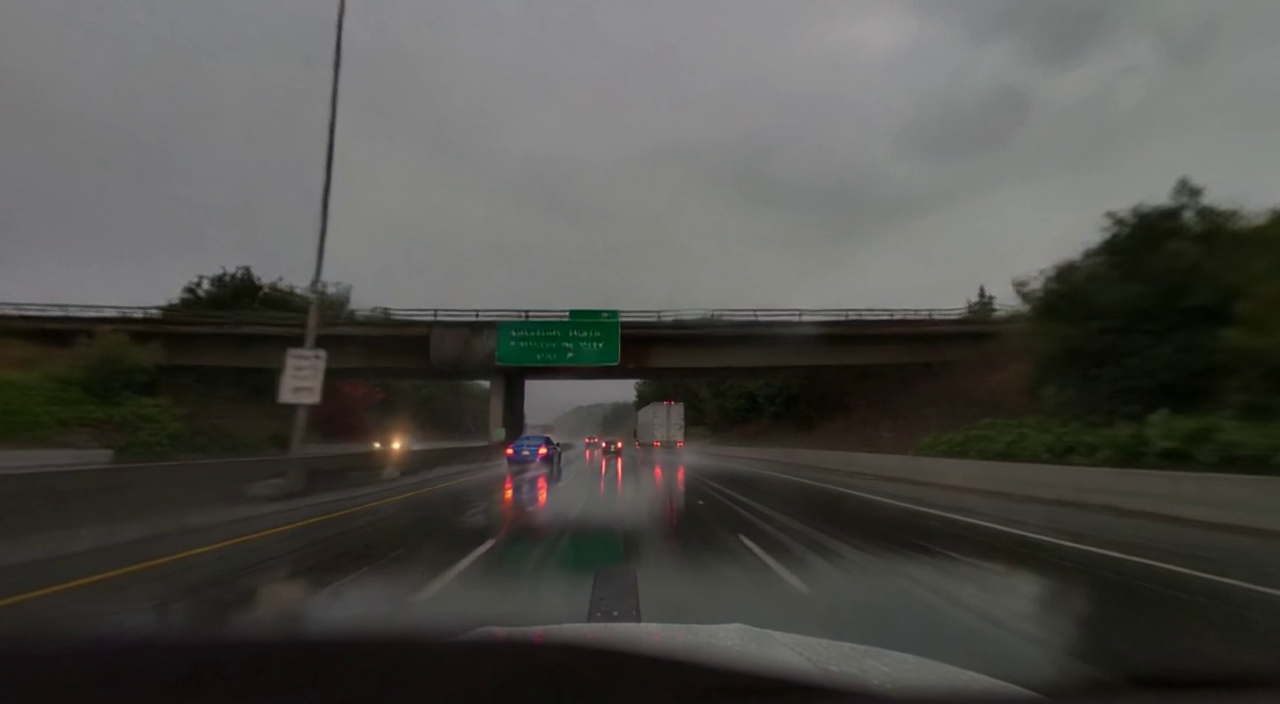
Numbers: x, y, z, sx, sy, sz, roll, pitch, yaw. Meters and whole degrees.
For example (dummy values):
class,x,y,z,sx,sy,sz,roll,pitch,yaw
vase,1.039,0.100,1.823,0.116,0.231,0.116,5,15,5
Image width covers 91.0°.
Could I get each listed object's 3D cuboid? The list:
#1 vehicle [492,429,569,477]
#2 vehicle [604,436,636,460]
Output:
class,x,y,z,sx,sy,sz,roll,pitch,yaw
vehicle,-4.318,4.098,25.747,2.377,1.747,4.703,0,-8,-1
vehicle,-1.446,6.762,44.469,2.125,1.542,3.816,0,-8,-3
